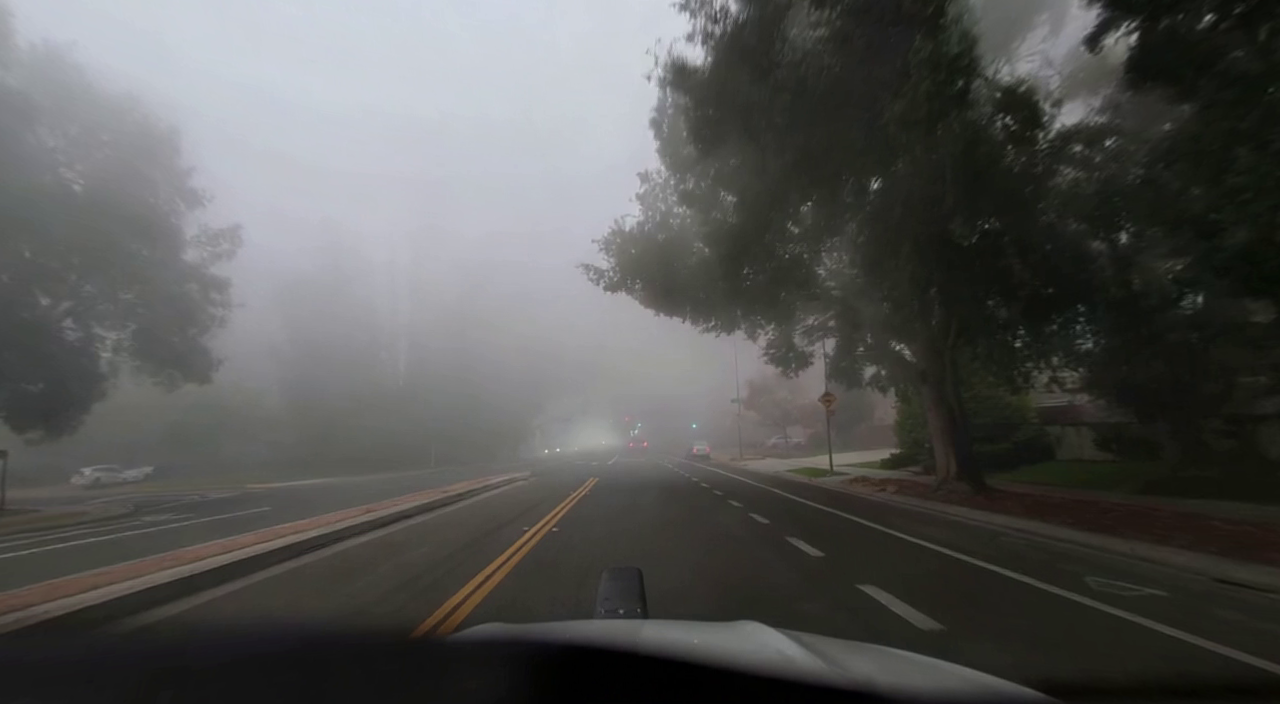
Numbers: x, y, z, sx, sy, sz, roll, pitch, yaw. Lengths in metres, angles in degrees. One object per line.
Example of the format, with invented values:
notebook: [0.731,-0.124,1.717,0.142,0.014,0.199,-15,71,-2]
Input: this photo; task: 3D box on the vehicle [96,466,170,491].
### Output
vehicle: [-33.130,8.242,41.392,1.713,1.466,3.614,-1,-9,2]

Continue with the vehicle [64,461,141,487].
vehicle: [-35.685,8.108,42.064,1.779,1.526,3.705,0,-8,1]
